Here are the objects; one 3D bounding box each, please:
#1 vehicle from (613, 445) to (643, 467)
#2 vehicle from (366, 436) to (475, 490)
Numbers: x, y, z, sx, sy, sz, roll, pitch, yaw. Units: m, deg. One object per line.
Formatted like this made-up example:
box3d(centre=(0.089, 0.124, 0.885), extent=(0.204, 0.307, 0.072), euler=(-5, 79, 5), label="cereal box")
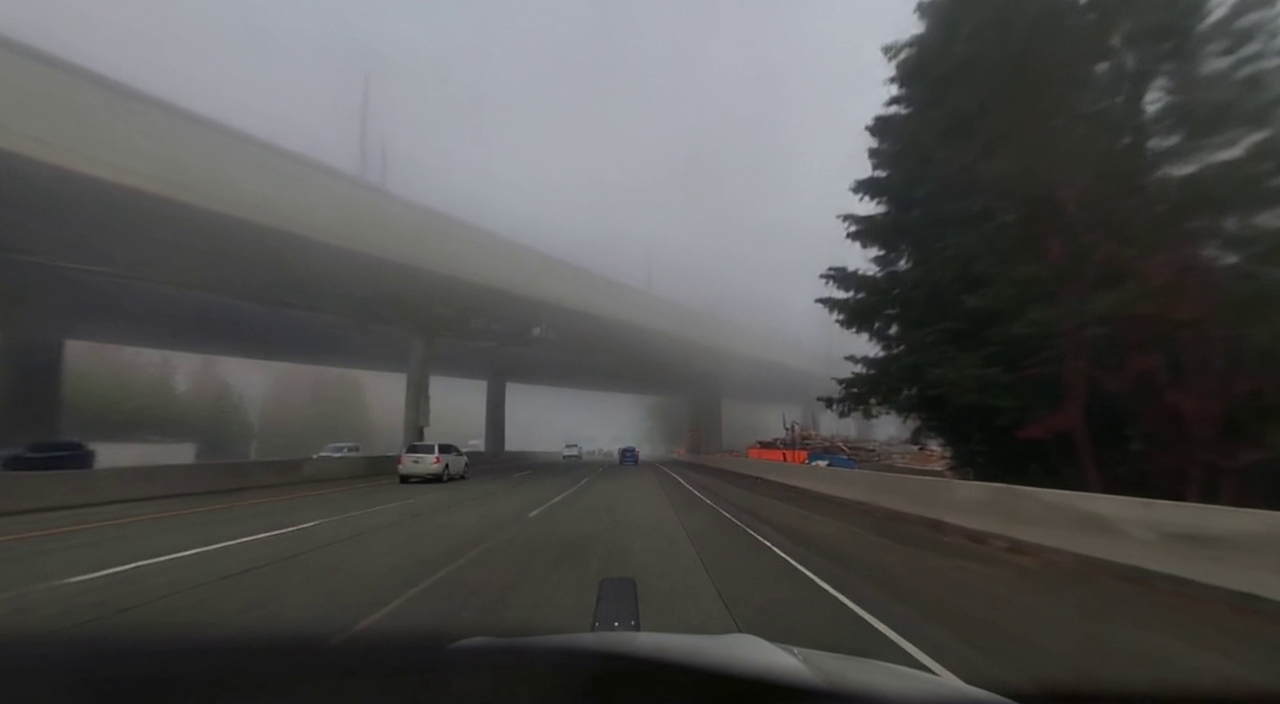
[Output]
box3d(centre=(-0.825, 7.384, 45.085), extent=(2.051, 1.459, 4.092), euler=(0, -9, -1), label="vehicle")
box3d(centre=(-7.240, 3.695, 21.361), extent=(2.128, 1.604, 4.279), euler=(0, -9, 0), label="vehicle")
